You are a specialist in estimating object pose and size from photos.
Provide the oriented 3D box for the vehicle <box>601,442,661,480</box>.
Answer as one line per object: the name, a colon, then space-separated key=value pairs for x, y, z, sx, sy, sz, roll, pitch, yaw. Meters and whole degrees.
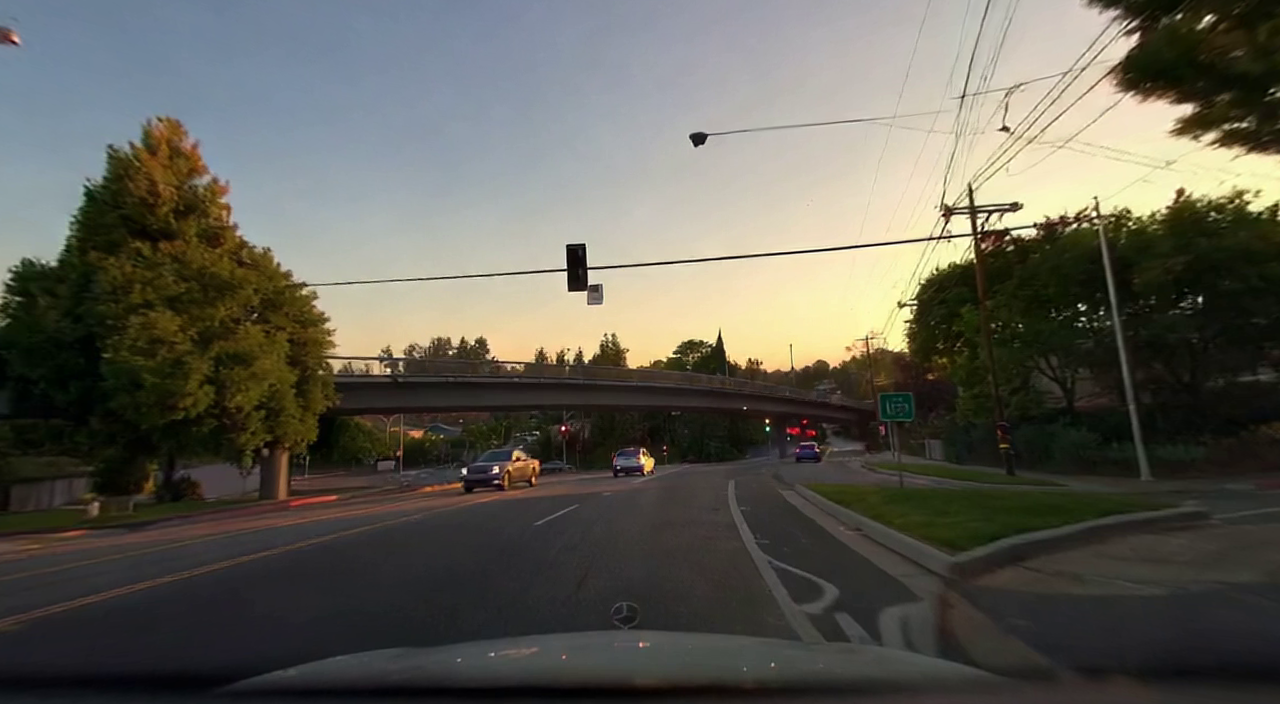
vehicle: x=-0.312 y=4.897 z=28.717 sx=1.997 sy=1.542 sz=4.202 roll=-1 pitch=-9 yaw=9

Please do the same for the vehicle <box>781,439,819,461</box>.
vehicle: x=11.784 y=7.169 z=46.198 sx=2.058 sy=1.475 sz=4.587 roll=-3 pitch=-9 yaw=22

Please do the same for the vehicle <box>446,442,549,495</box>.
vehicle: x=-5.493 y=4.569 z=25.336 sx=2.177 sy=1.871 sz=5.550 roll=-1 pitch=-9 yaw=7
